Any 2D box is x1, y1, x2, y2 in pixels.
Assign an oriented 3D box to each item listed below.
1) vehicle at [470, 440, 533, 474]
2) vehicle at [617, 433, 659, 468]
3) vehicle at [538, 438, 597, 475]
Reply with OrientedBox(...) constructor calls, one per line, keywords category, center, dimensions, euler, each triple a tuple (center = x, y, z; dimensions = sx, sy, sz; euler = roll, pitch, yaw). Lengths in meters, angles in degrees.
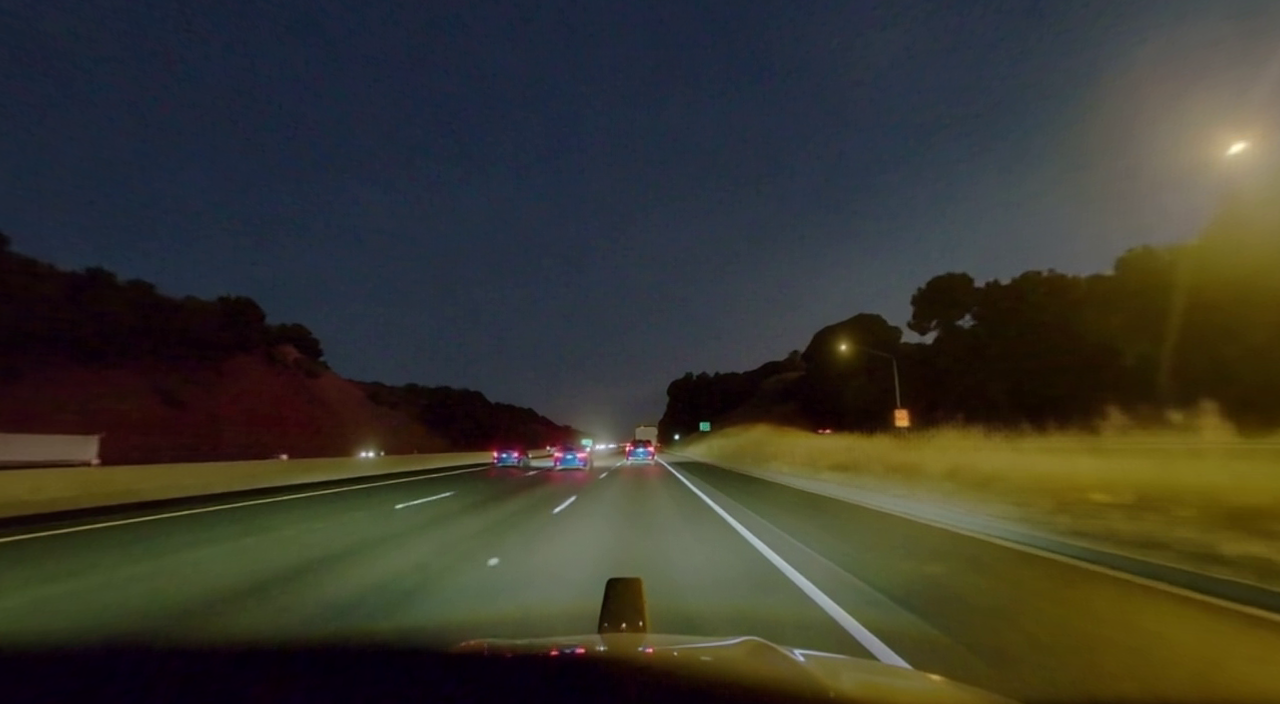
OrientedBox(category="vehicle", center=(-6.807, 5.208, 31.477), dimensions=(2.009, 1.519, 4.697), euler=(0, -8, 1))
OrientedBox(category="vehicle", center=(-0.083, 5.800, 37.402), dimensions=(2.309, 1.915, 5.130), euler=(0, -8, 0))
OrientedBox(category="vehicle", center=(-3.300, 4.931, 29.943), dimensions=(2.139, 1.589, 5.102), euler=(0, -8, 1))
